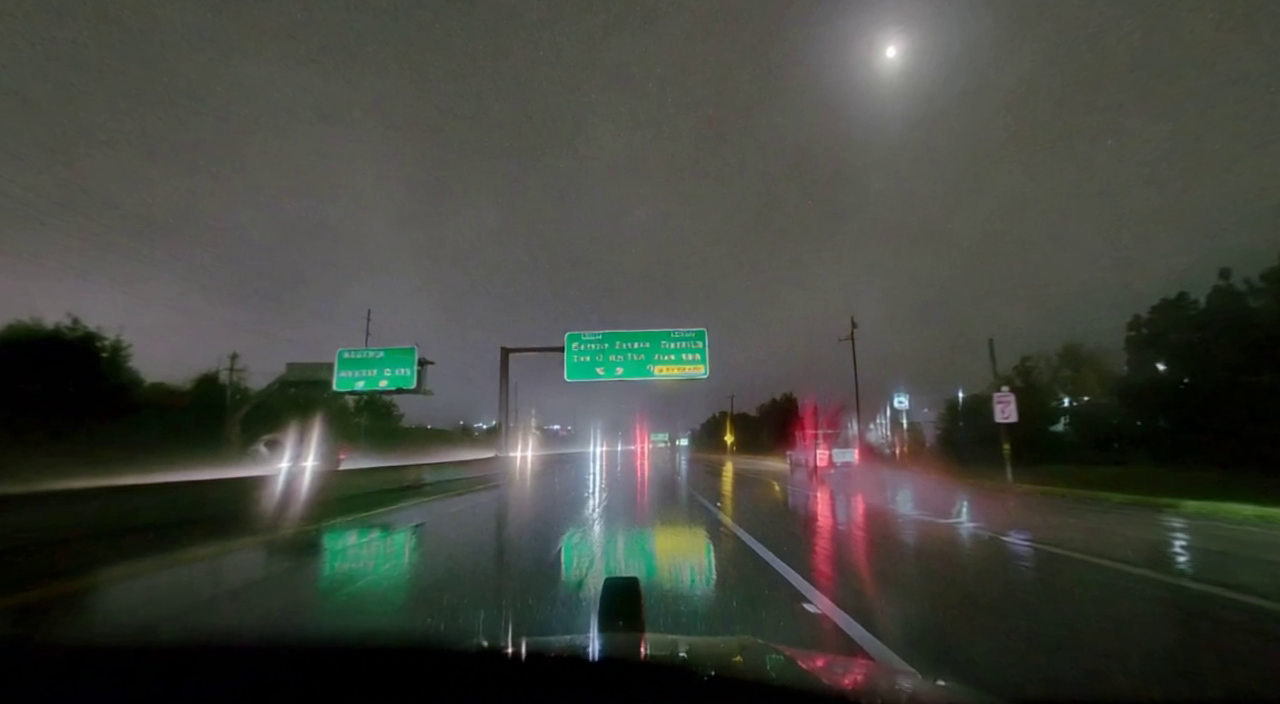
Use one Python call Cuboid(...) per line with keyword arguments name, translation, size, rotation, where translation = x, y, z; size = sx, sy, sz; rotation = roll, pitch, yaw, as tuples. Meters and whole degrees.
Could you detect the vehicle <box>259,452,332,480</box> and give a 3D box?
Cuboid(name="vehicle", translation=(-20.897, 6.908, 38.448), size=(1.830, 1.527, 4.557), rotation=(0, -9, 1))
